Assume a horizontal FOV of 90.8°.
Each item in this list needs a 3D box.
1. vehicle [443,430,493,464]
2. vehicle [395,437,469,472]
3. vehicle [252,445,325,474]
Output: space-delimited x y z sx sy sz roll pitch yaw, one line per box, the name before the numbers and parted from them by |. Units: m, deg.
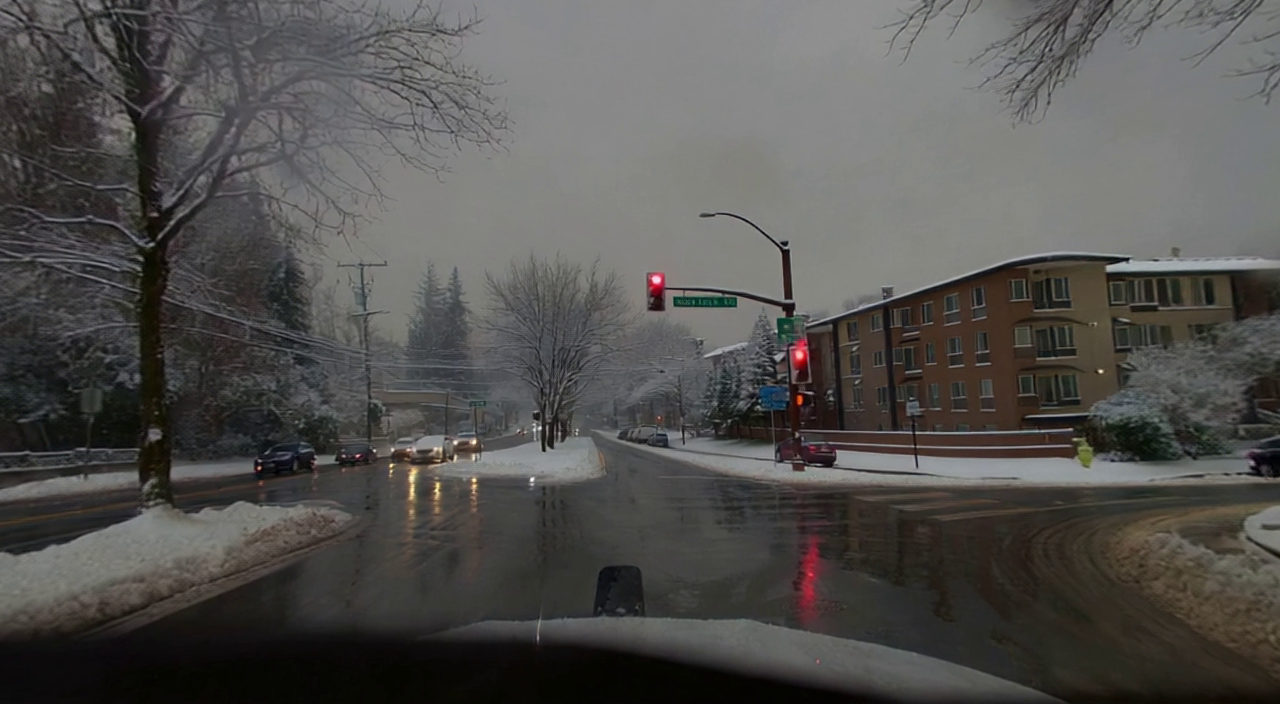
vehicle | -9.785 5.453 36.181 1.910 1.818 4.057 0 -9 -3
vehicle | -9.676 4.799 29.792 2.116 1.521 4.294 0 -9 -2
vehicle | -21.055 6.465 38.094 1.981 1.628 4.336 0 -9 -1
